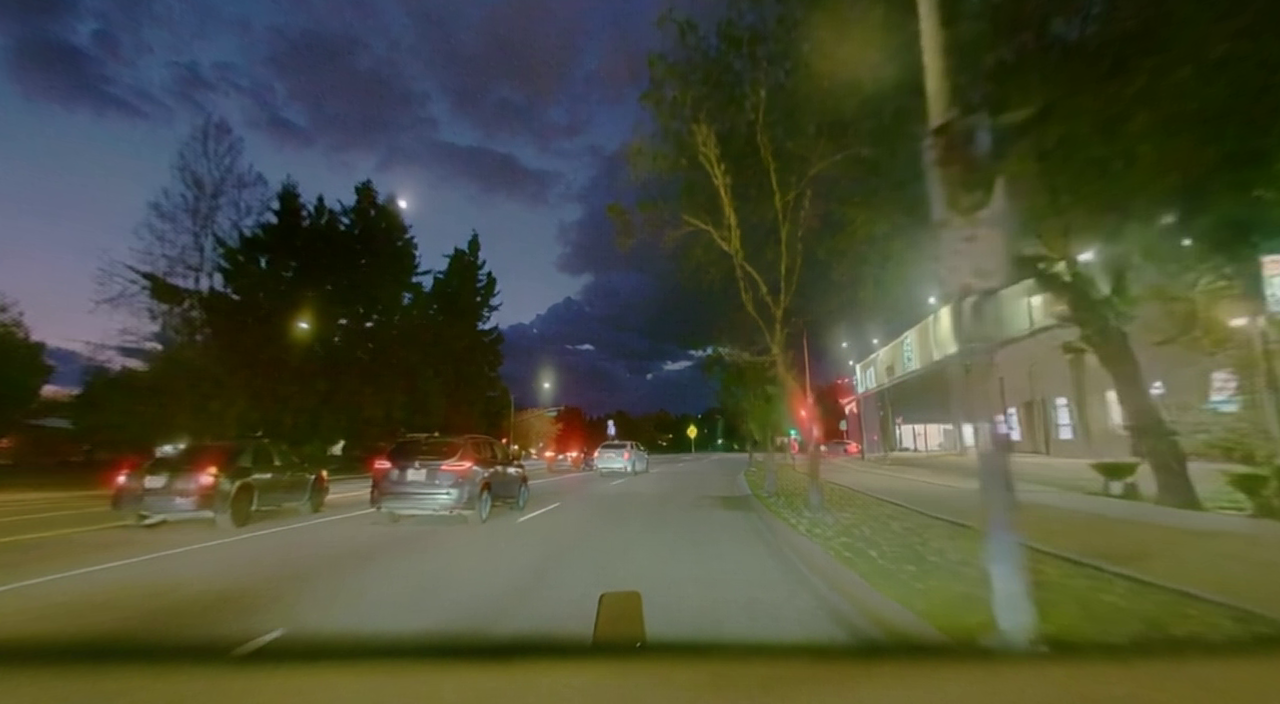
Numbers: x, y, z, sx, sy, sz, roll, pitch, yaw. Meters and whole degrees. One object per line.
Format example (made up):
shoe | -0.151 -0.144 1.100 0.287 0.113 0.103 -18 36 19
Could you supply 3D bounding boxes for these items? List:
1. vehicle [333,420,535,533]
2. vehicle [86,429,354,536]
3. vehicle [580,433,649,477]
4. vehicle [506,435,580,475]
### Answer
vehicle | -3.507 2.208 11.749 2.002 1.664 4.113 0 -9 6
vehicle | -7.337 2.287 11.665 1.974 1.558 3.949 1 -9 5
vehicle | -1.074 4.808 29.720 2.167 1.832 4.679 0 -9 12
vehicle | -4.745 5.170 31.774 2.160 1.779 4.549 0 -9 12
